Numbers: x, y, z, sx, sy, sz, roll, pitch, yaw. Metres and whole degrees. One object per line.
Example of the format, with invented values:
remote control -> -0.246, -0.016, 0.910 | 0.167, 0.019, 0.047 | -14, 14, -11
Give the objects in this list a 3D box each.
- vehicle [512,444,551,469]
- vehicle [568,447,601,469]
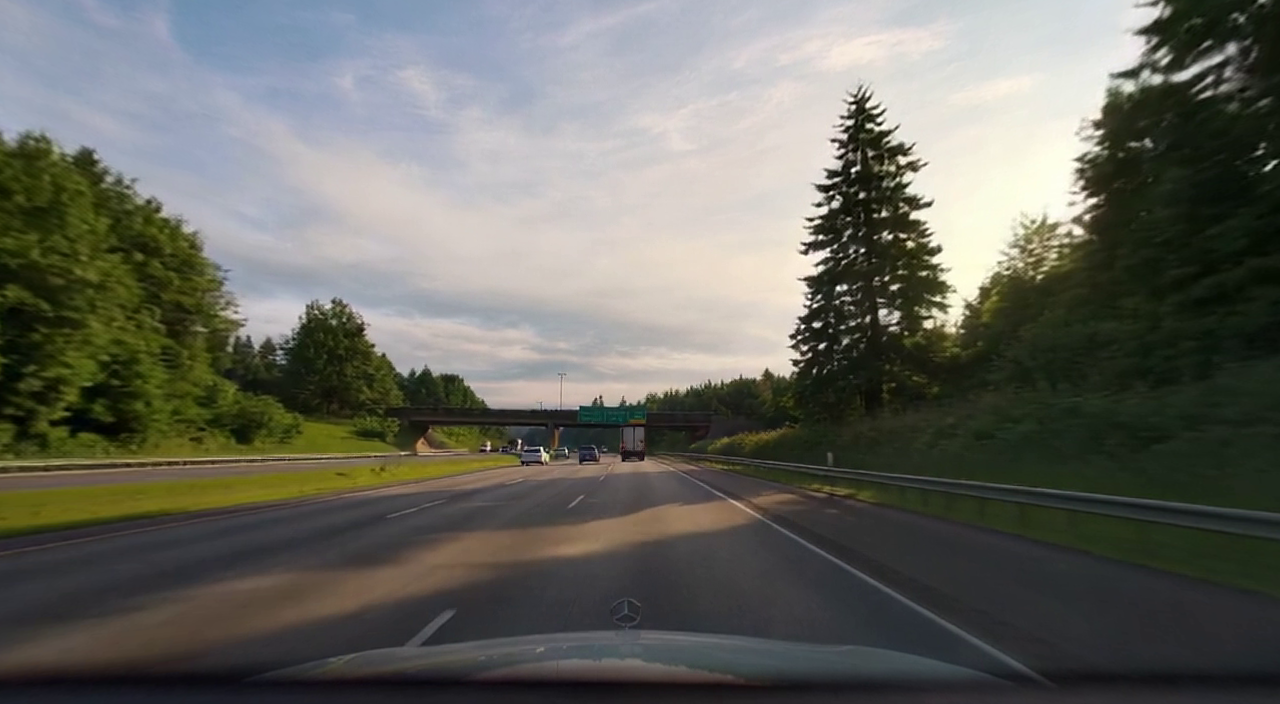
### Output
vehicle -> -7.498, 7.253, 44.091 | 2.014, 1.633, 4.090 | 0, -9, -1
vehicle -> -3.886, 7.459, 44.719 | 2.073, 1.472, 4.091 | 0, -9, -1
